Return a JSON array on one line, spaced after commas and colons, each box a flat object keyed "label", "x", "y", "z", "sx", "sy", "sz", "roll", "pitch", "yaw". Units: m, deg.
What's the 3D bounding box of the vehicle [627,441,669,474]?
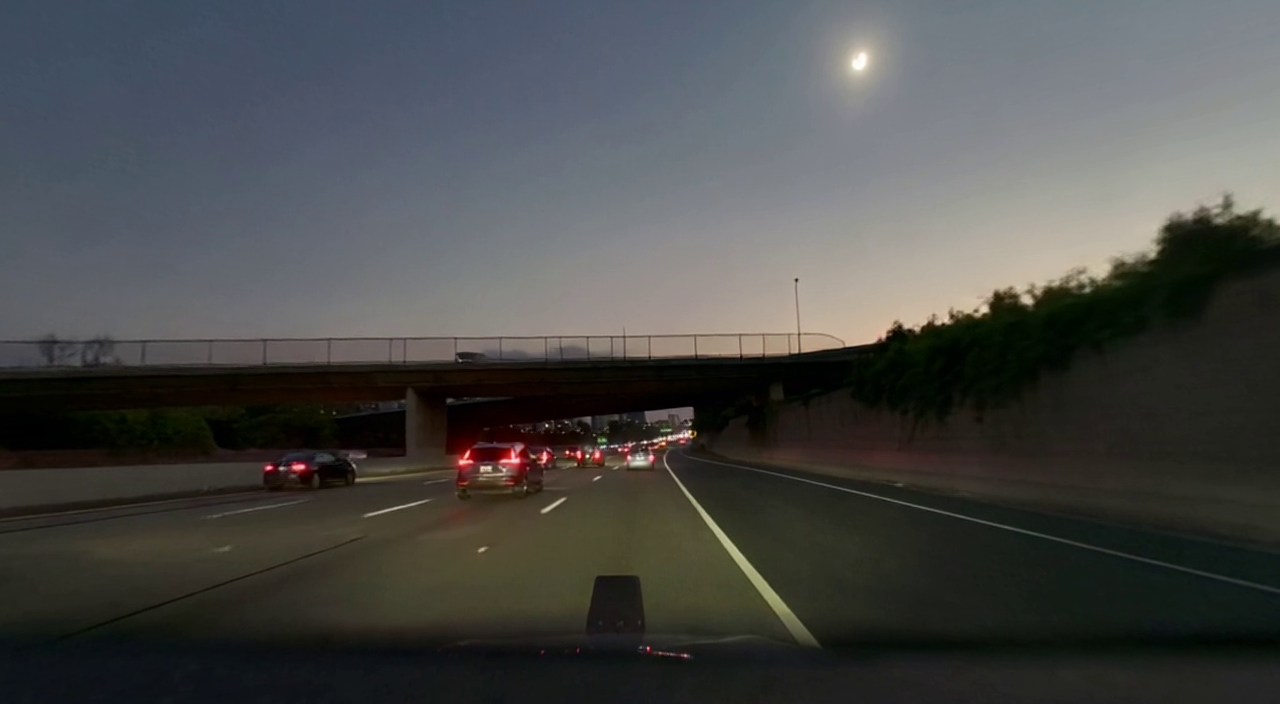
[{"label": "vehicle", "x": 0.431, "y": 5.706, "z": 34.149, "sx": 2.160, "sy": 1.678, "sz": 4.178, "roll": 0, "pitch": -8, "yaw": 0}]

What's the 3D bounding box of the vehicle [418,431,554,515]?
[{"label": "vehicle", "x": -3.585, "y": 2.897, "z": 15.643, "sx": 2.161, "sy": 1.759, "sz": 4.482, "roll": 0, "pitch": -8, "yaw": 1}]

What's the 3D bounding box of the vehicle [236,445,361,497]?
[{"label": "vehicle", "x": -12.017, "y": 4.174, "z": 22.495, "sx": 1.954, "sy": 1.640, "sz": 4.339, "roll": 0, "pitch": -8, "yaw": 1}]

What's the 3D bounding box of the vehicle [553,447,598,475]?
[{"label": "vehicle", "x": -3.652, "y": 6.214, "z": 36.139, "sx": 1.997, "sy": 1.490, "sz": 4.471, "roll": 0, "pitch": -8, "yaw": 2}]
